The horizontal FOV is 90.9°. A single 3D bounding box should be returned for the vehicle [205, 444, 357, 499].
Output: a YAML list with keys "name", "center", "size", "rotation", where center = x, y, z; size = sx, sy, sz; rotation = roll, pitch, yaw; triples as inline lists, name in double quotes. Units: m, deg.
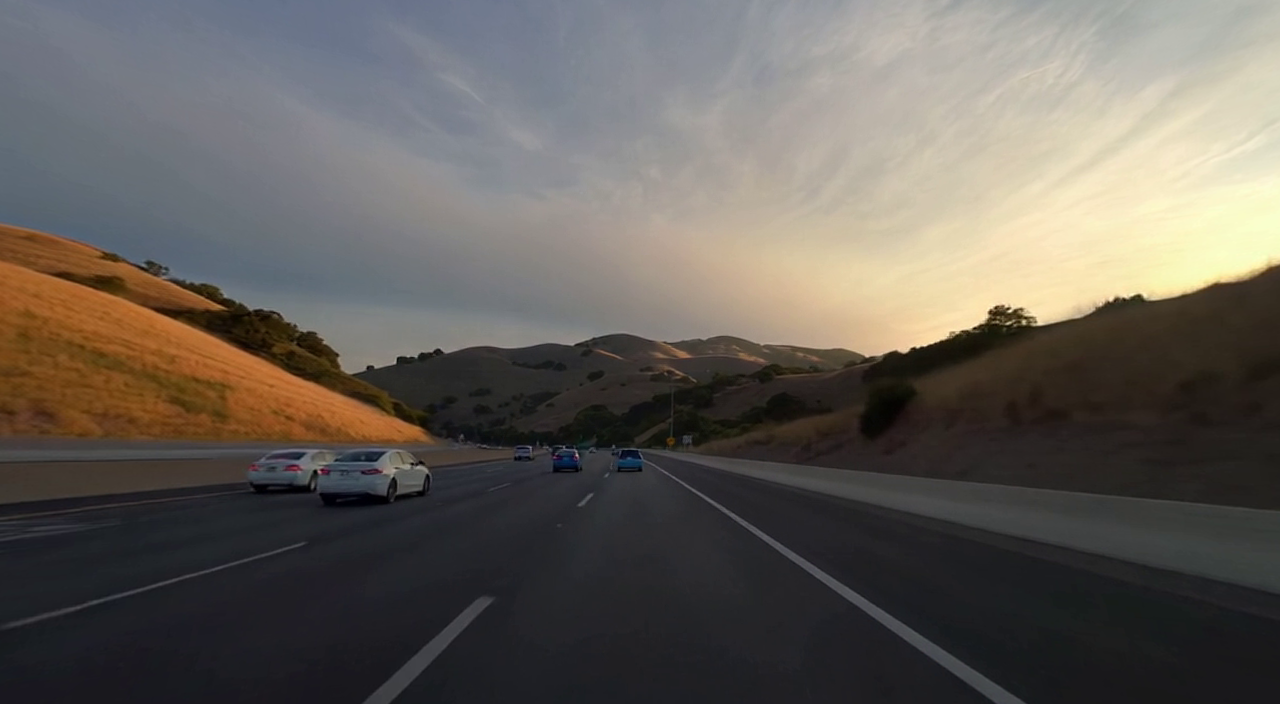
- name: "vehicle"
  center: [-11.224, 3.730, 20.239]
  size: [2.048, 1.501, 4.898]
  rotation: [0, -8, -1]

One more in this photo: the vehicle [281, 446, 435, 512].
- name: "vehicle"
  center: [-6.937, 3.130, 16.119]
  size: [1.991, 1.441, 4.265]
  rotation: [0, -8, -1]

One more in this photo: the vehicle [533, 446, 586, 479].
- name: "vehicle"
  center: [-3.943, 5.492, 31.641]
  size: [2.144, 1.505, 4.649]
  rotation: [0, -8, -1]

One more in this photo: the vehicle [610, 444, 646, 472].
- name: "vehicle"
  center: [-0.806, 6.804, 40.838]
  size: [2.225, 1.674, 4.044]
  rotation: [0, -8, -2]
